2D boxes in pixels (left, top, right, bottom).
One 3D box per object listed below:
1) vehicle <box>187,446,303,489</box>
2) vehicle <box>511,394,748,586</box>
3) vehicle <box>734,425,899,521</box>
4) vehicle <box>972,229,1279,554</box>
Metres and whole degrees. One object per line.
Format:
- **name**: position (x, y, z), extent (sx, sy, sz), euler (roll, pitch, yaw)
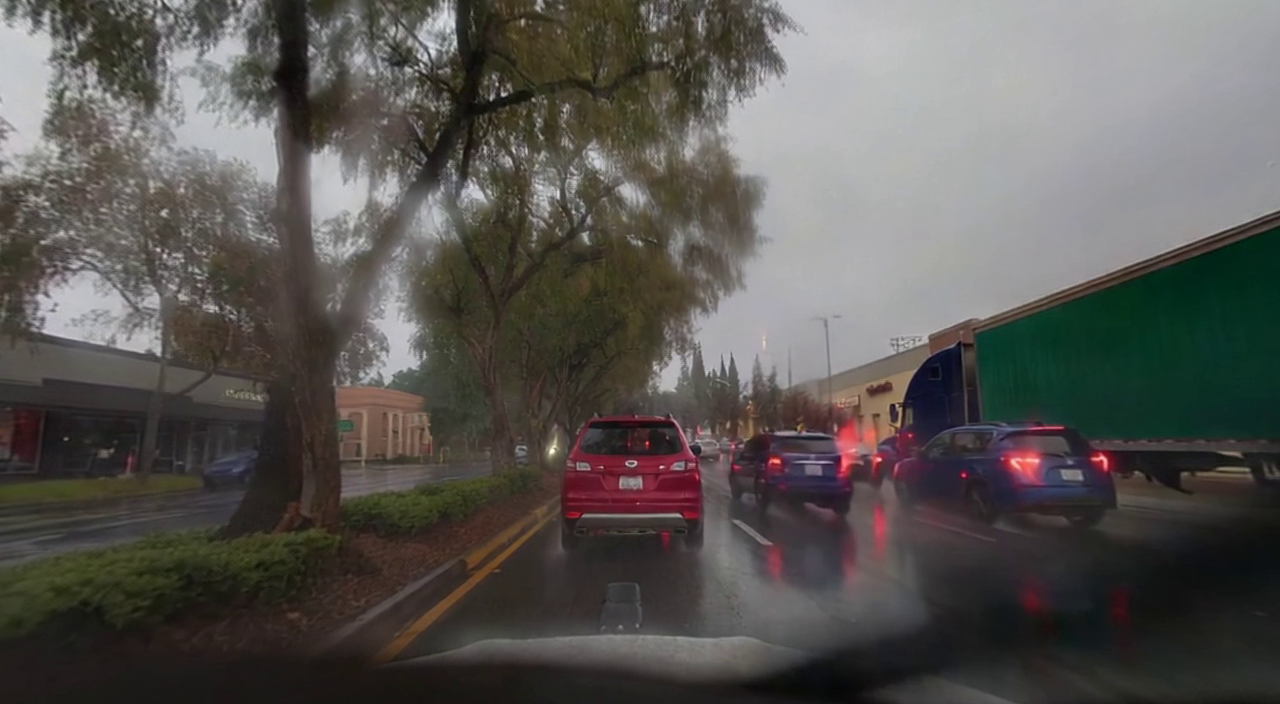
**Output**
- **vehicle**: position (-19.330, 5.636, 31.305), extent (2.302, 1.939, 5.221), euler (0, -9, 1)
- **vehicle**: position (-0.121, 1.672, 8.409), extent (2.320, 1.880, 4.192), euler (0, -9, -1)
- **vehicle**: position (3.389, 2.435, 13.235), extent (2.123, 1.648, 4.547), euler (0, -9, 0)
- **vehicle**: position (9.986, 0.352, 7.237), extent (2.879, 4.284, 17.334), euler (0, -9, 0)
